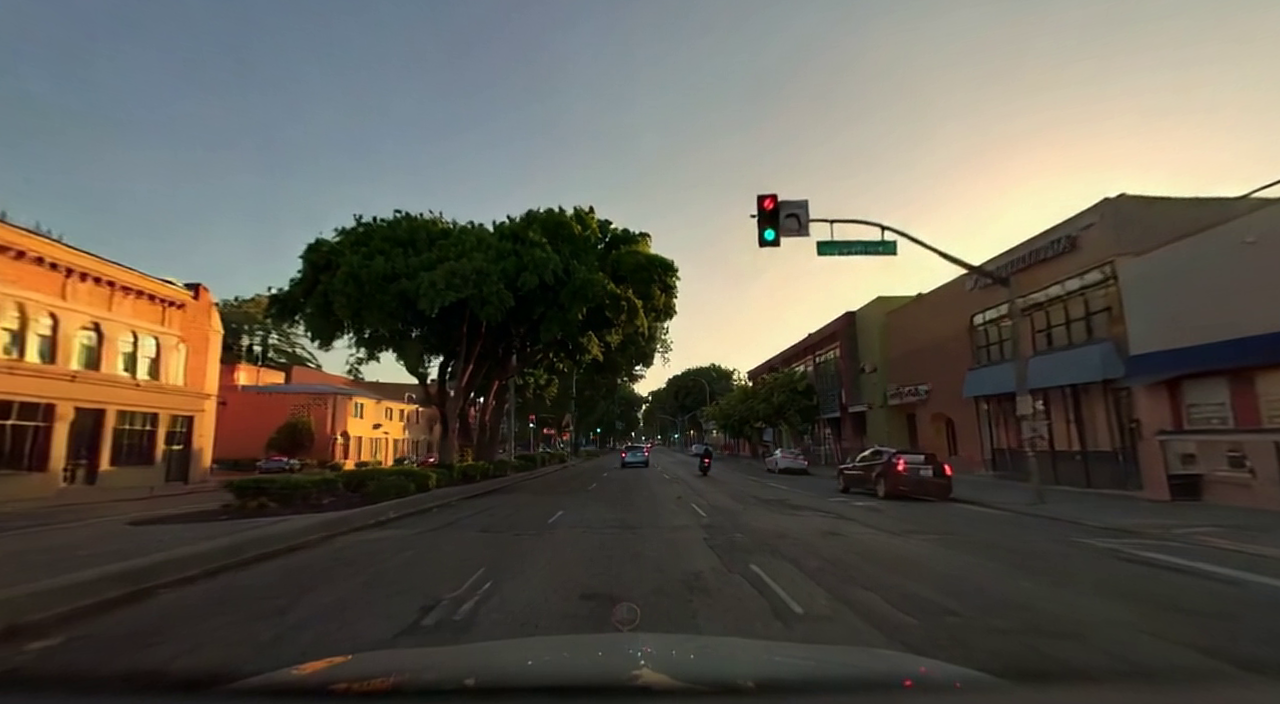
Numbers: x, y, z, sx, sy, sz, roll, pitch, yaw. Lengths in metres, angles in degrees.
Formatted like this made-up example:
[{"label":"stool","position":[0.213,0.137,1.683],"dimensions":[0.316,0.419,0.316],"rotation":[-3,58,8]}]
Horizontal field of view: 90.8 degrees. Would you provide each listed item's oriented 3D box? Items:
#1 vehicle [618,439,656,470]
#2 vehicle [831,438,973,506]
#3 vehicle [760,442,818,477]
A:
[{"label":"vehicle","position":[-0.232,6.205,38.416],"dimensions":[2.223,1.775,4.250],"rotation":[0,-9,-2]},{"label":"vehicle","position":[6.928,3.196,17.283],"dimensions":[2.069,1.590,4.066],"rotation":[0,-9,-1]},{"label":"vehicle","position":[7.112,5.172,30.595],"dimensions":[1.785,1.586,3.896],"rotation":[0,-9,-1]}]
